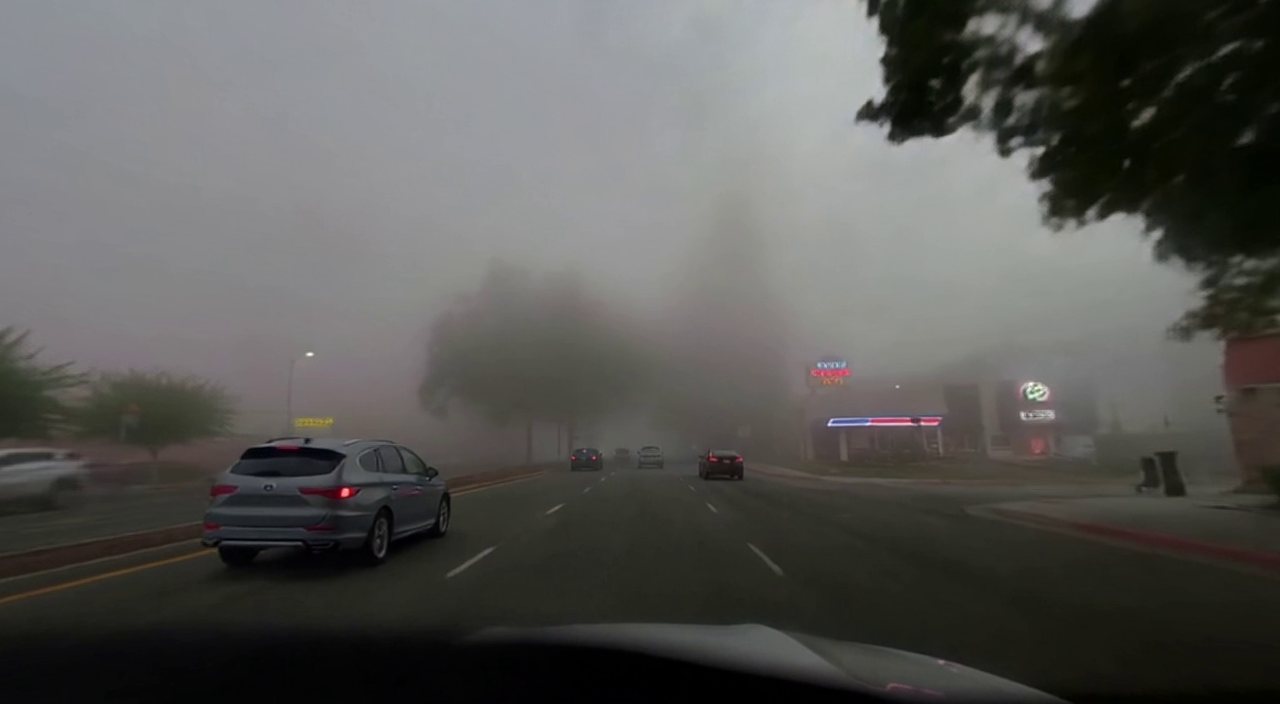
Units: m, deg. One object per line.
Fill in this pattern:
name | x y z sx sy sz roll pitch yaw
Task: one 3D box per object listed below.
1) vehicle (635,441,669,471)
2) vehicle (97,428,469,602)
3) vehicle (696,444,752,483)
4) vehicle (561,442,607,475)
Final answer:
vehicle | 0.781 6.962 42.371 2.193 1.873 4.033 0 -9 1
vehicle | -3.702 1.754 7.704 1.908 1.481 4.351 0 -9 1
vehicle | 3.665 4.936 28.158 1.922 1.579 3.642 0 -9 -1
vehicle | -3.009 5.876 34.868 2.026 1.665 4.193 0 -9 2
